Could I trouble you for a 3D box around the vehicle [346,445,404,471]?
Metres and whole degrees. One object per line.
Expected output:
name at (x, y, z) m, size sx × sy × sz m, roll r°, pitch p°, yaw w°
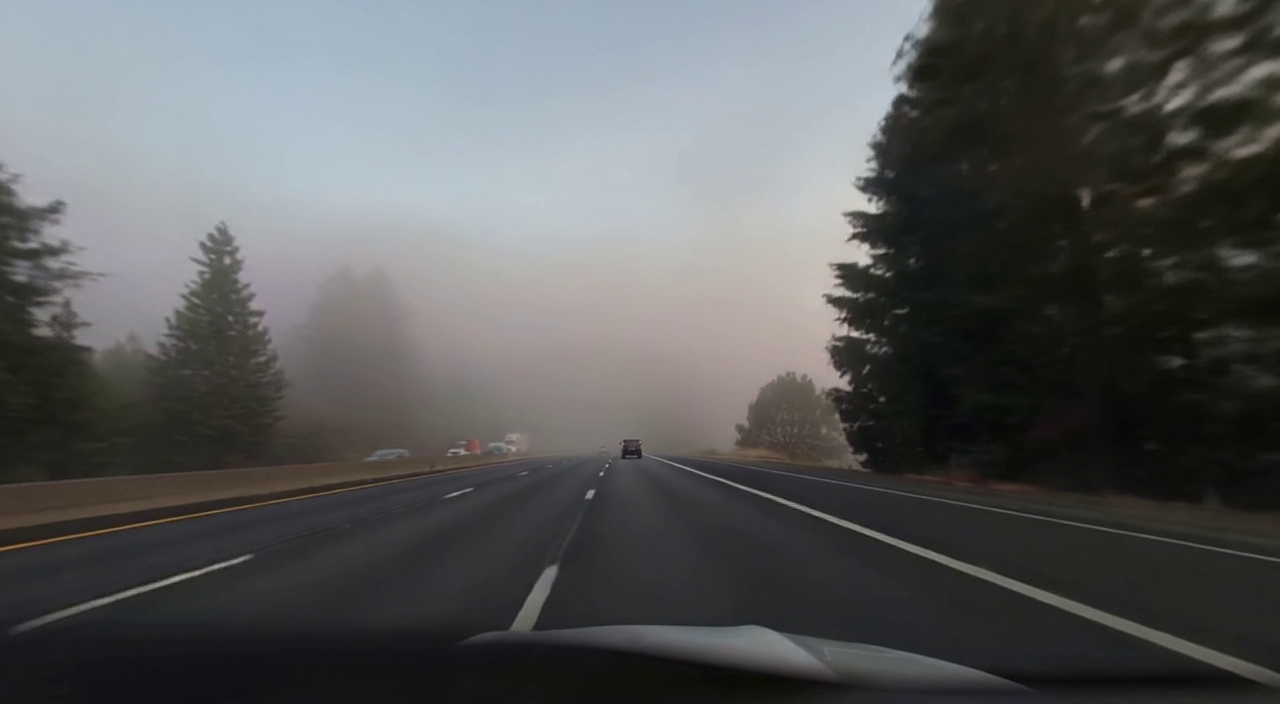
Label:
vehicle at (-16.859, 6.743, 40.280) m, size 1.930 × 1.507 × 4.314 m, roll 0°, pitch -8°, yaw -2°
